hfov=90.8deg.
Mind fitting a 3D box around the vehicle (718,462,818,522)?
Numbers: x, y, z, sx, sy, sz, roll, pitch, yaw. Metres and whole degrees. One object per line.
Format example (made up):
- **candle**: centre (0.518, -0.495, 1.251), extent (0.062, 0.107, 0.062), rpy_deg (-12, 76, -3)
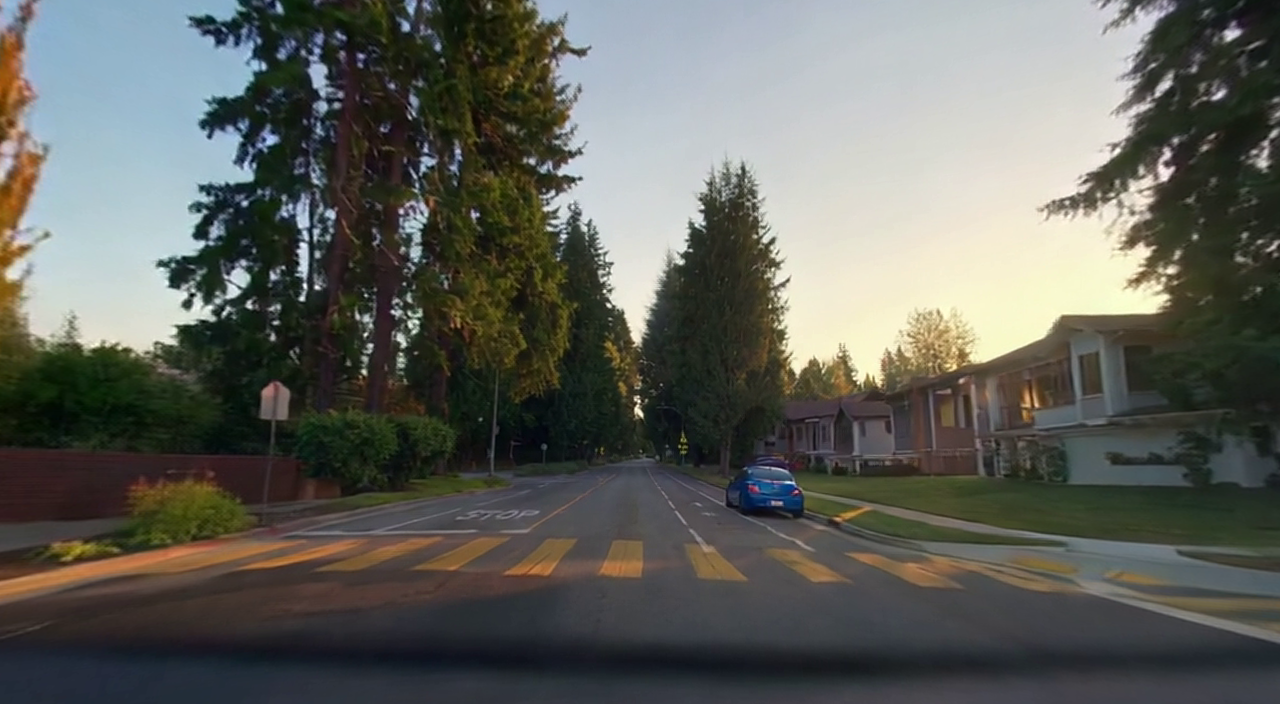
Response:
- **vehicle**: centre (3.720, 4.145, 19.227), extent (1.961, 1.472, 4.434), rpy_deg (0, -9, -2)
